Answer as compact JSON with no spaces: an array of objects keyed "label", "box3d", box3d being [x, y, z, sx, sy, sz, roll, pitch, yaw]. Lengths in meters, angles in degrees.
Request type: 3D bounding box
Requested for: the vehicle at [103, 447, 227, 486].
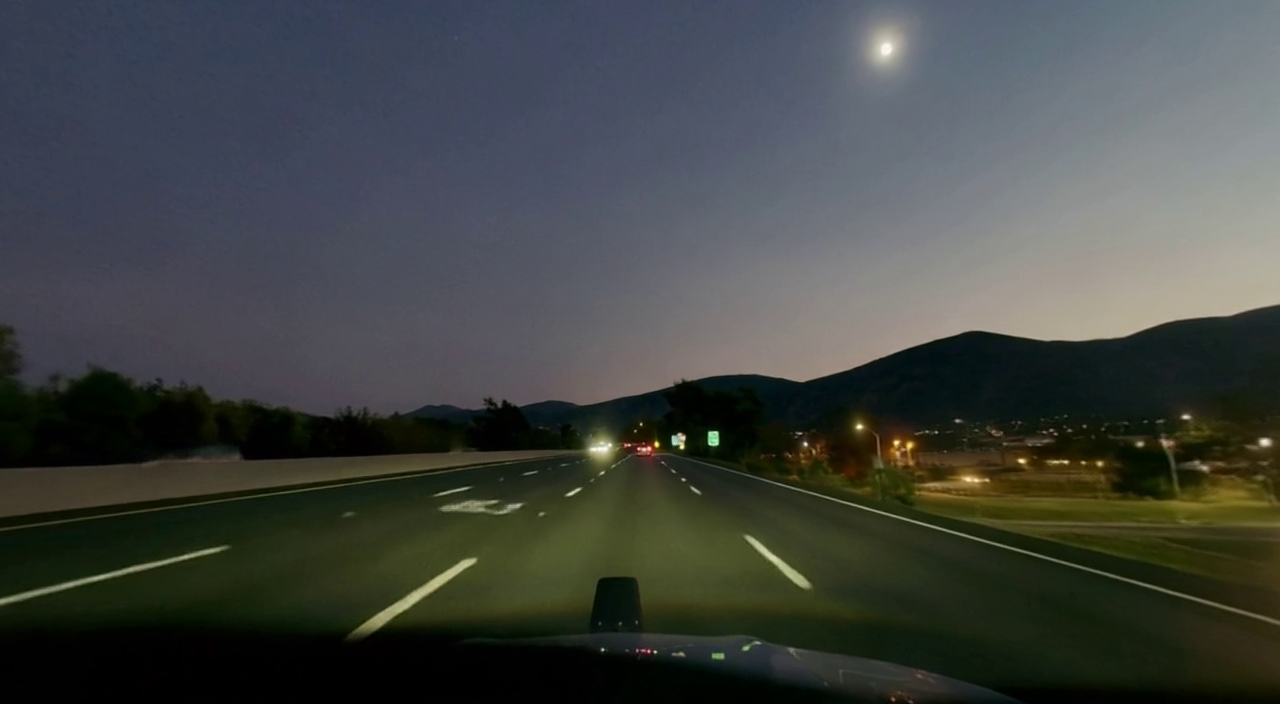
[{"label":"vehicle","box3d":[-21.119,5.077,28.394,1.887,1.569,4.664,0,-9,1]}]
